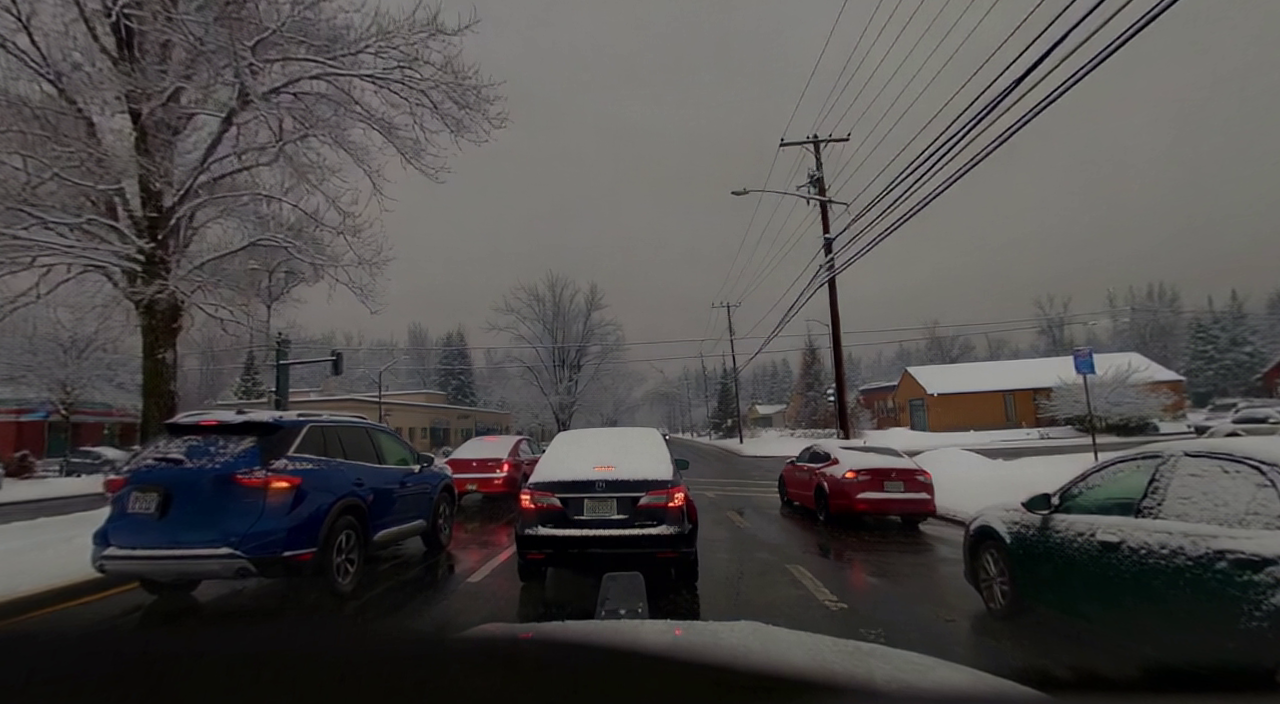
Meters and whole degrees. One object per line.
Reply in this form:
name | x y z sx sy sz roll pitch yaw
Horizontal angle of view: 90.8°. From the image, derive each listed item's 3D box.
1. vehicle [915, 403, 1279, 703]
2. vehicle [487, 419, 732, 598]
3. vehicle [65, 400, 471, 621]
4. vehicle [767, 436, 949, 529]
vehicle | 3.652 1.134 3.777 1.929 1.479 4.723 0 -9 1
vehicle | -0.322 1.632 7.396 2.097 1.511 3.809 0 -9 -2
vehicle | -3.450 1.540 7.082 1.979 1.697 4.254 0 -9 -1
vehicle | 3.923 2.416 12.317 1.909 1.473 4.361 0 -9 -1
